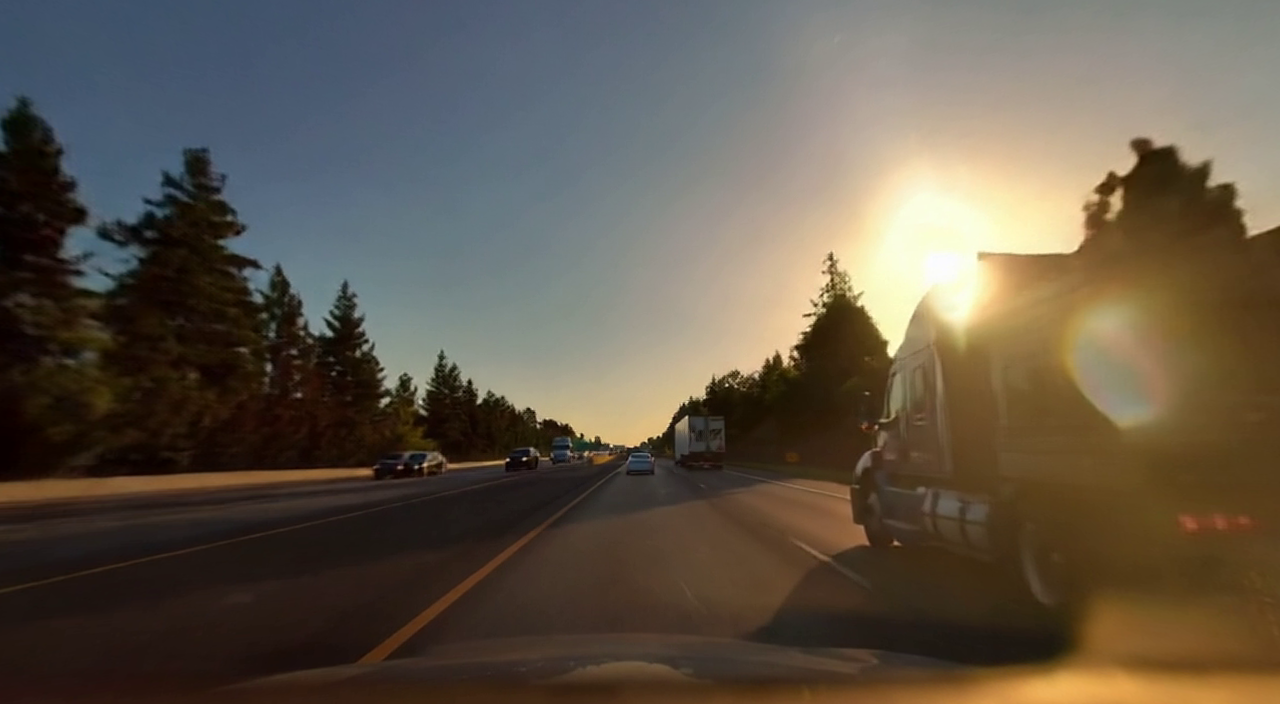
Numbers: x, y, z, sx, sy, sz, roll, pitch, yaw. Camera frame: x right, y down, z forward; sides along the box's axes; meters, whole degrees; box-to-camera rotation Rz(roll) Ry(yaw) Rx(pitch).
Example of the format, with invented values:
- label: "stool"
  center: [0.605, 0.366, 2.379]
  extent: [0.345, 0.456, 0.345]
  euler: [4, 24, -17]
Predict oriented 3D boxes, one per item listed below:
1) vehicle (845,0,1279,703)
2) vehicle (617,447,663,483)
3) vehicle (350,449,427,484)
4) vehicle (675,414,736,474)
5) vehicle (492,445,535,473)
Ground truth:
- label: "vehicle"
  center: [4.512, 0.269, 5.890]
  extent: [3.041, 3.923, 6.030]
  euler: [0, -9, 0]
- label: "vehicle"
  center: [0.021, 5.018, 28.287]
  extent: [1.939, 1.495, 3.612]
  euler: [0, -9, 0]
- label: "vehicle"
  center: [-12.378, 5.632, 31.378]
  extent: [1.922, 1.586, 4.633]
  euler: [0, -9, 0]
- label: "vehicle"
  center: [4.435, 6.707, 45.598]
  extent: [2.885, 3.679, 12.102]
  euler: [0, -9, -1]
- label: "vehicle"
  center: [-8.202, 6.990, 41.192]
  extent: [2.028, 1.702, 3.667]
  euler: [0, -9, 1]
